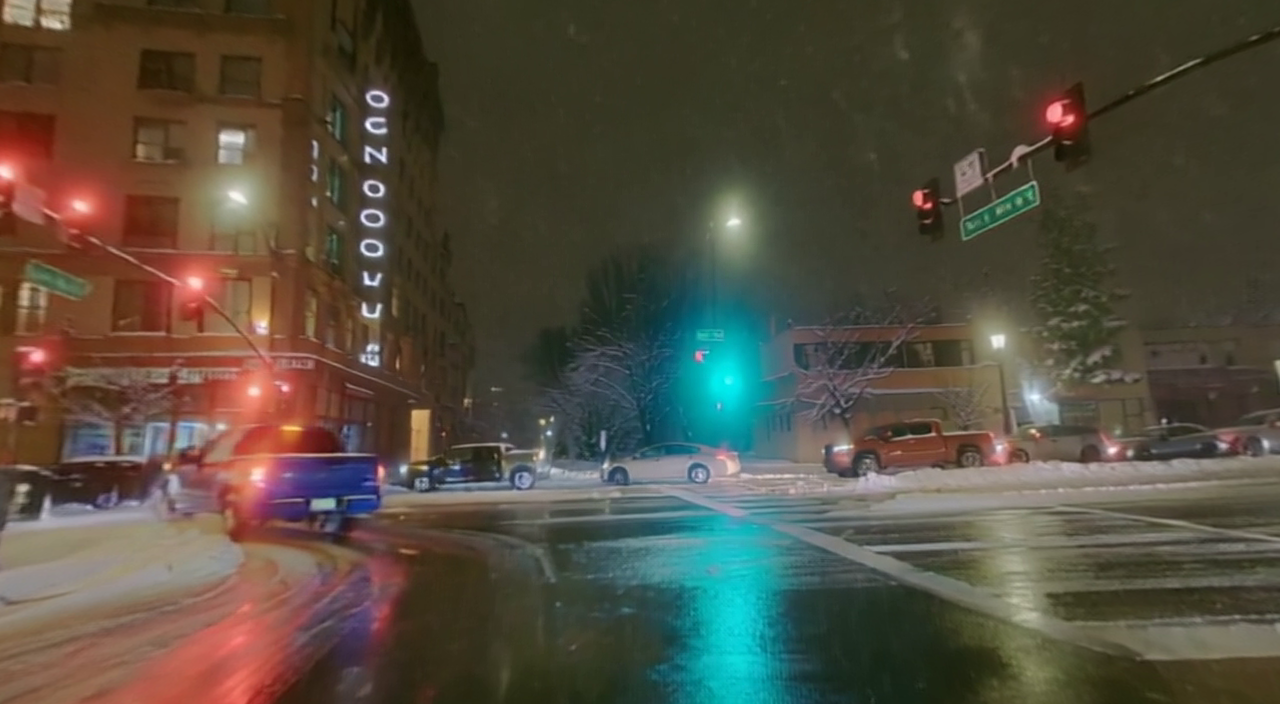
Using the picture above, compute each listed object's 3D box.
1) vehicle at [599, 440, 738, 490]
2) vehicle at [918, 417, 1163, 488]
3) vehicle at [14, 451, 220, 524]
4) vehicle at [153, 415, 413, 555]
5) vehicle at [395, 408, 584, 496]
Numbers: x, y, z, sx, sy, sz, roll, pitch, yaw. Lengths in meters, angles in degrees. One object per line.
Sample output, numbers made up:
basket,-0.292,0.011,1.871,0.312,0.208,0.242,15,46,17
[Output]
vehicle,0.870,3.803,21.392,4.515,1.583,1.920,1,-8,-4
vehicle,9.198,2.316,14.676,4.600,1.506,1.878,1,-9,-9
vehicle,-16.796,4.328,20.496,4.799,1.909,2.011,-2,-7,-5
vehicle,-6.982,2.356,12.048,5.534,2.020,2.477,-7,-11,41
vehicle,-5.130,3.543,22.563,6.182,2.913,2.526,1,-8,-5
